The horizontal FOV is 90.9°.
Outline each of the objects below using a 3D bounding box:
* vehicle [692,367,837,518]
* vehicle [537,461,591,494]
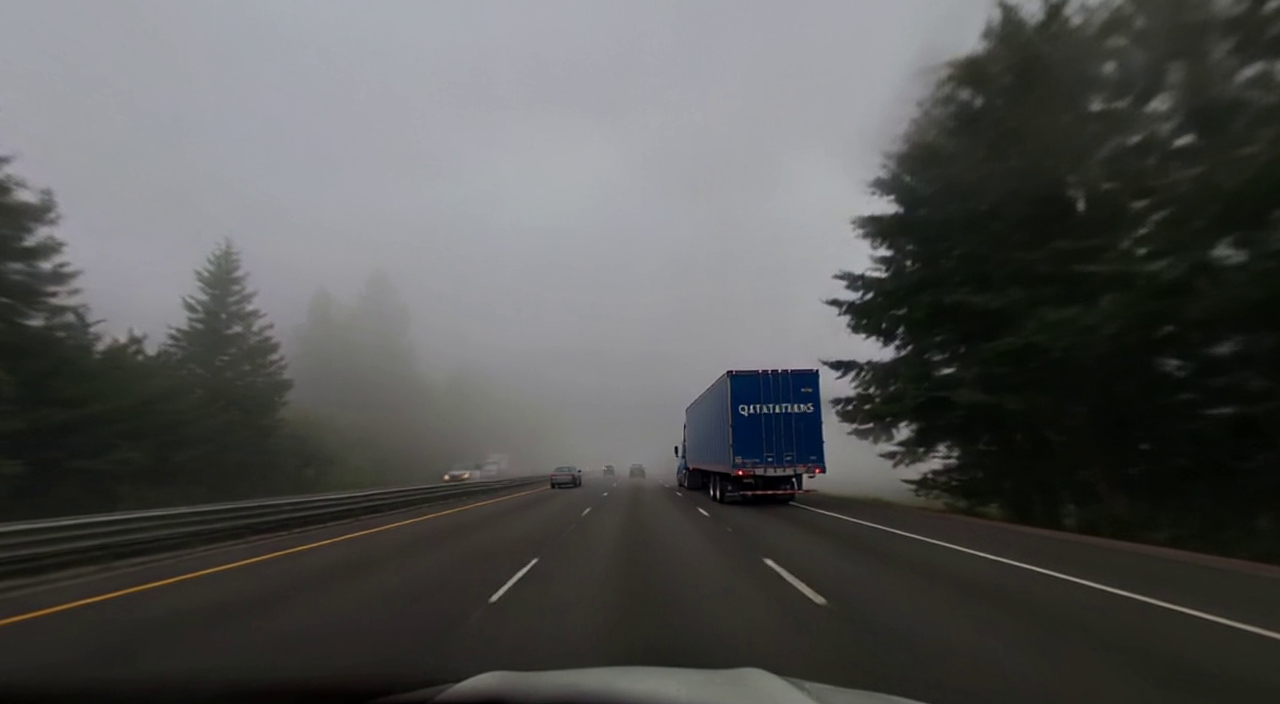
[{"bbox_3d":[3.785,3.368,22.343,2.871,4.032,10.642,1,-10,0],"label":"vehicle"},{"bbox_3d":[-3.945,6.632,33.512,2.180,1.556,4.895,0,-10,1],"label":"vehicle"}]
